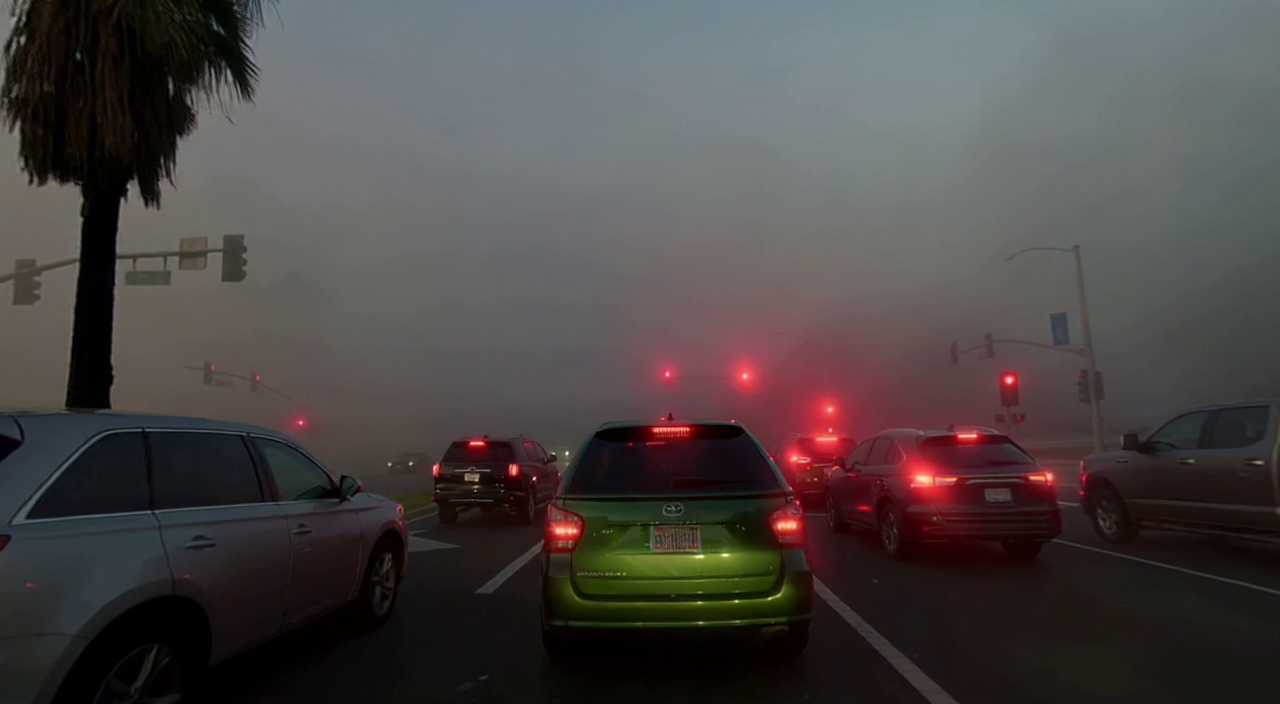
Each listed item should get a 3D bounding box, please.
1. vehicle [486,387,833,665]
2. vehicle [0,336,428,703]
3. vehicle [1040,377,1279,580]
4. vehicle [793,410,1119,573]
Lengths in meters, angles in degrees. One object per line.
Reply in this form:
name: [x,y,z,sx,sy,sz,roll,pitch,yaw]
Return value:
vehicle: [0.143,1.373,6.011,2.123,1.704,4.128,0,-9,1]
vehicle: [-3.173,1.085,3.885,2.171,1.702,4.416,0,-9,0]
vehicle: [7.311,1.318,6.690,2.337,1.925,5.728,0,-8,0]
vehicle: [3.987,1.864,9.286,2.072,1.704,5.170,0,-8,-1]
